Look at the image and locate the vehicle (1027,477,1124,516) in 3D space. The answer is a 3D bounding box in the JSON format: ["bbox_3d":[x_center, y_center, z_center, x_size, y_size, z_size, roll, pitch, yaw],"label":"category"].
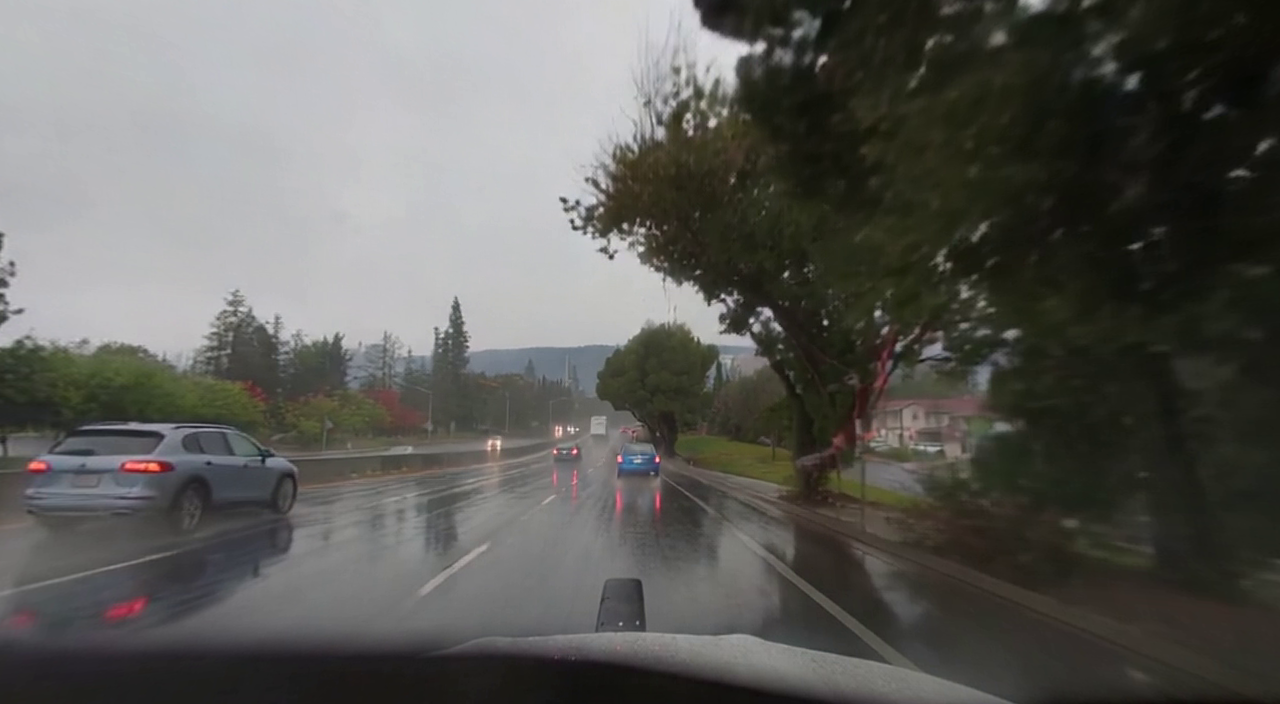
[{"bbox_3d":[26.765,8.849,39.079,1.858,1.849,4.942,0,-7,-10],"label":"vehicle"}]

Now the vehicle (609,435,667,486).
[{"bbox_3d":[-0.077,4.337,25.534,2.125,1.830,4.370,0,-9,0],"label":"vehicle"}]

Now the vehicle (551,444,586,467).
[{"bbox_3d":[-5.223,7.657,46.856,2.123,1.592,4.505,0,-9,-1],"label":"vehicle"}]

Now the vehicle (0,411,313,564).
[{"bbox_3d":[-7.217,1.862,9.470,1.997,1.650,5.090,0,-9,-1],"label":"vehicle"}]

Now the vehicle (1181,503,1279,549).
[{"bbox_3d":[28.033,7.981,29.158,1.845,1.533,4.455,1,-9,-7],"label":"vehicle"}]

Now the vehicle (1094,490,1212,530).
[{"bbox_3d":[27.417,8.460,34.025,1.874,1.577,4.877,3,-9,-8],"label":"vehicle"}]
